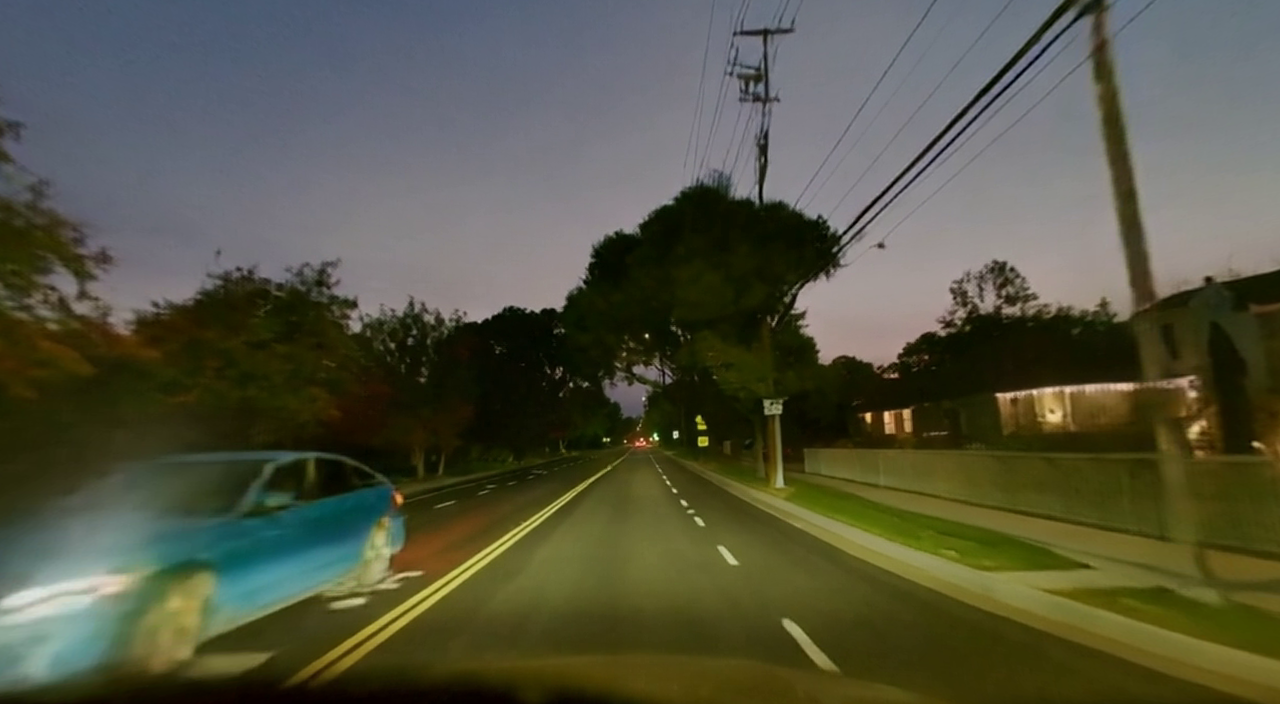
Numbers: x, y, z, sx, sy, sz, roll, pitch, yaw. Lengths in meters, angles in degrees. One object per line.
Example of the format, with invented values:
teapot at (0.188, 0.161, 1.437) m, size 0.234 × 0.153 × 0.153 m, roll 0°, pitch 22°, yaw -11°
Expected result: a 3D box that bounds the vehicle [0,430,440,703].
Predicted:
vehicle at (-3.454, 1.455, 5.411) m, size 2.102 × 1.463 × 4.024 m, roll 0°, pitch -8°, yaw 1°
